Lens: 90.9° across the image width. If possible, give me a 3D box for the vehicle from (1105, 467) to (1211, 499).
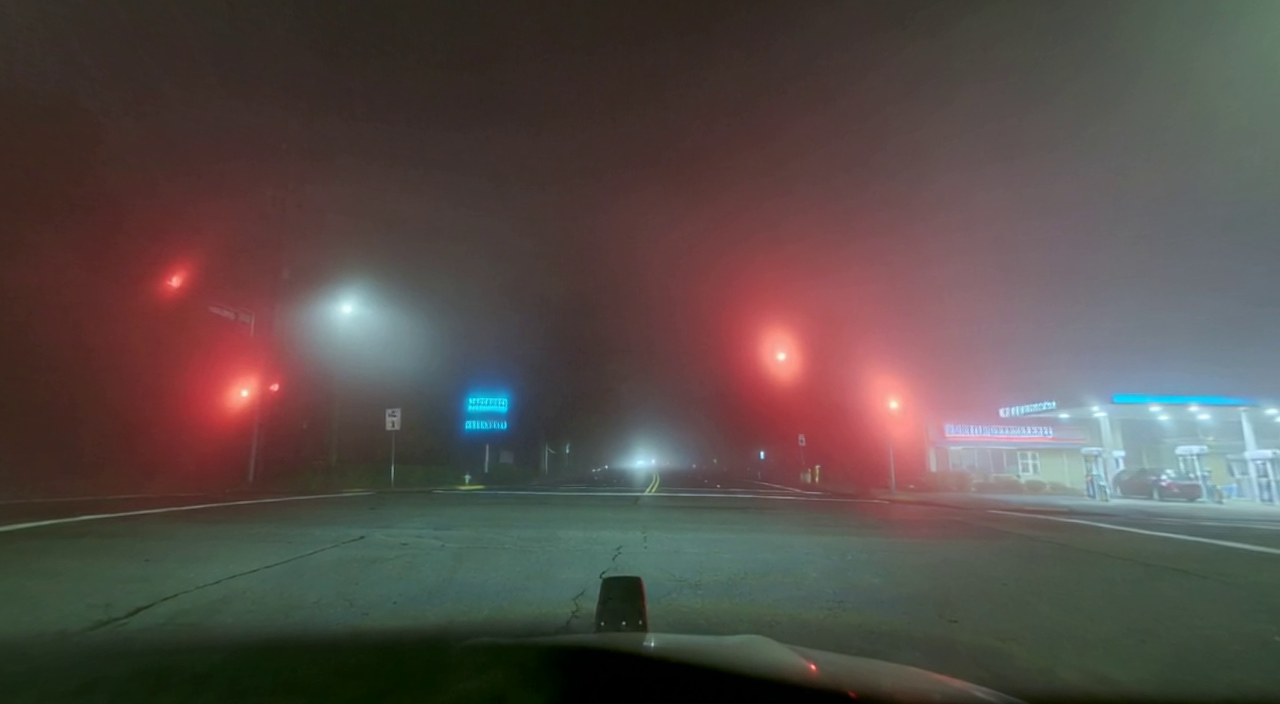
[{"bbox_3d":[28.019,7.058,34.318,1.897,1.466,4.211,1,-8,-6],"label":"vehicle"}]
